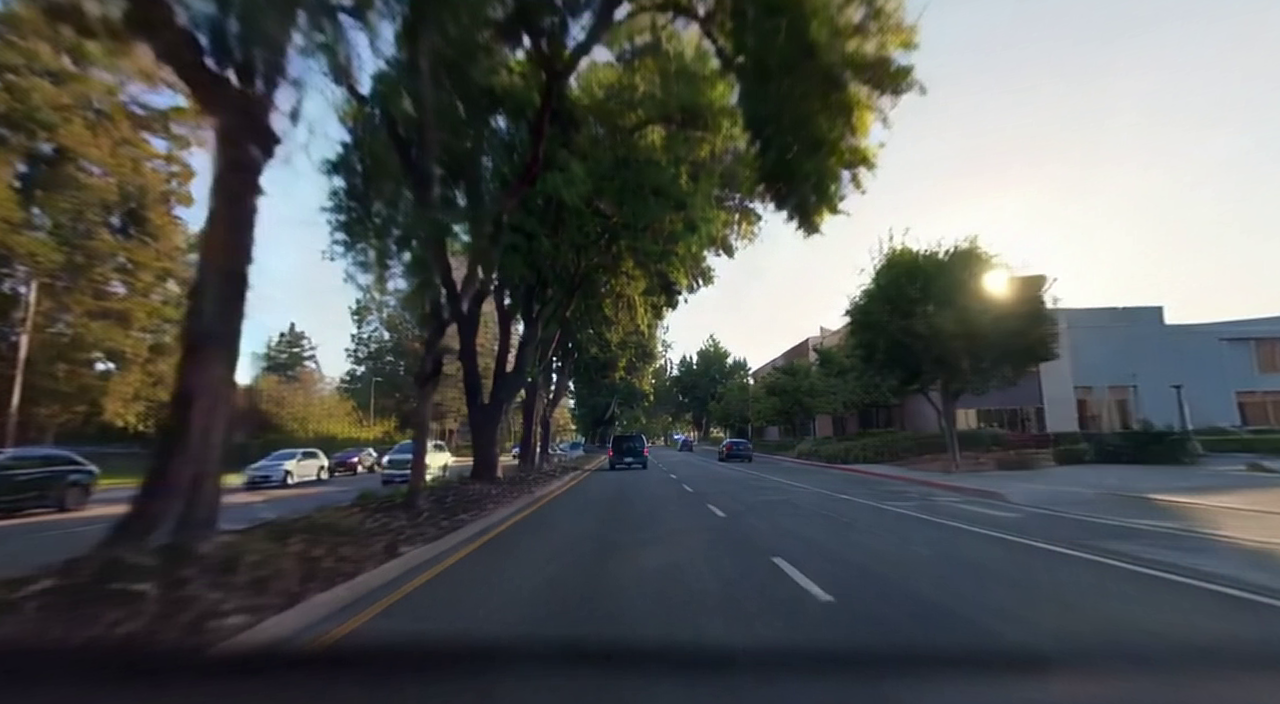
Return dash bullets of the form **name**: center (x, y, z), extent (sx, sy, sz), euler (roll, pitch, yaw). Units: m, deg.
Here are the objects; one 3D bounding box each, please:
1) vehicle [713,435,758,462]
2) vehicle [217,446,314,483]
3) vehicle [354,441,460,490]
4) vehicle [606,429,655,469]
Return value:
- **vehicle**: center (6.797, 6.929, 45.470), extent (2.364, 1.781, 4.854), euler (0, -8, -2)
- **vehicle**: center (-18.548, 5.560, 31.563), extent (1.980, 1.712, 4.535), euler (0, -8, 1)
- **vehicle**: center (-7.756, 3.813, 21.551), extent (1.964, 1.478, 4.368), euler (0, -8, 0)
- **vehicle**: center (-0.490, 5.153, 33.631), extent (2.411, 1.937, 5.186), euler (0, -8, 0)
